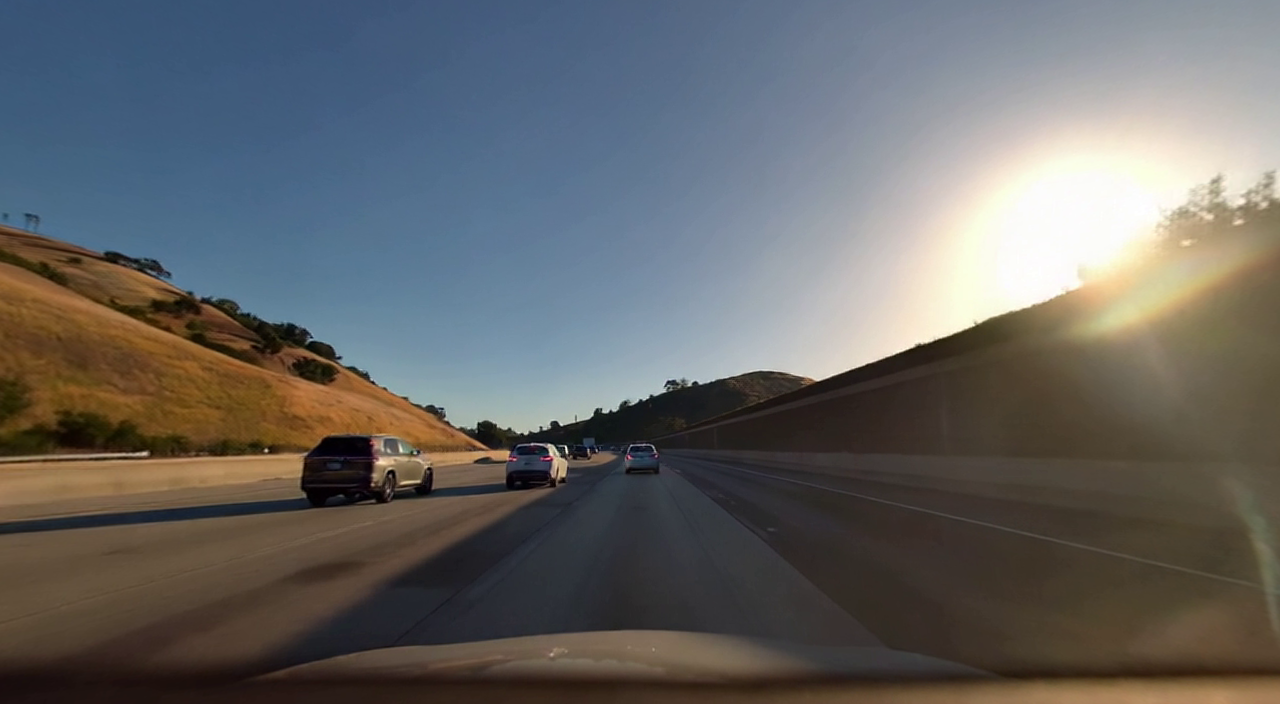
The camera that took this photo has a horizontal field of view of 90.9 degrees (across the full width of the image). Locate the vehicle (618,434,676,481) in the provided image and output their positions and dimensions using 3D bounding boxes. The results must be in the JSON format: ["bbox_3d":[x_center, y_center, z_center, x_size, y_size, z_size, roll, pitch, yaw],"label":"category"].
[{"bbox_3d":[0.248,4.418,26.605,2.233,1.804,4.273,0,-9,0],"label":"vehicle"}]

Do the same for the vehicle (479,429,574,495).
[{"bbox_3d":[-3.436,3.443,20.055,2.093,1.820,4.506,0,-9,1],"label":"vehicle"}]

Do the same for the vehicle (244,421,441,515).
[{"bbox_3d":[-6.769,2.718,15.253,2.108,1.856,5.214,0,-9,1],"label":"vehicle"}]
